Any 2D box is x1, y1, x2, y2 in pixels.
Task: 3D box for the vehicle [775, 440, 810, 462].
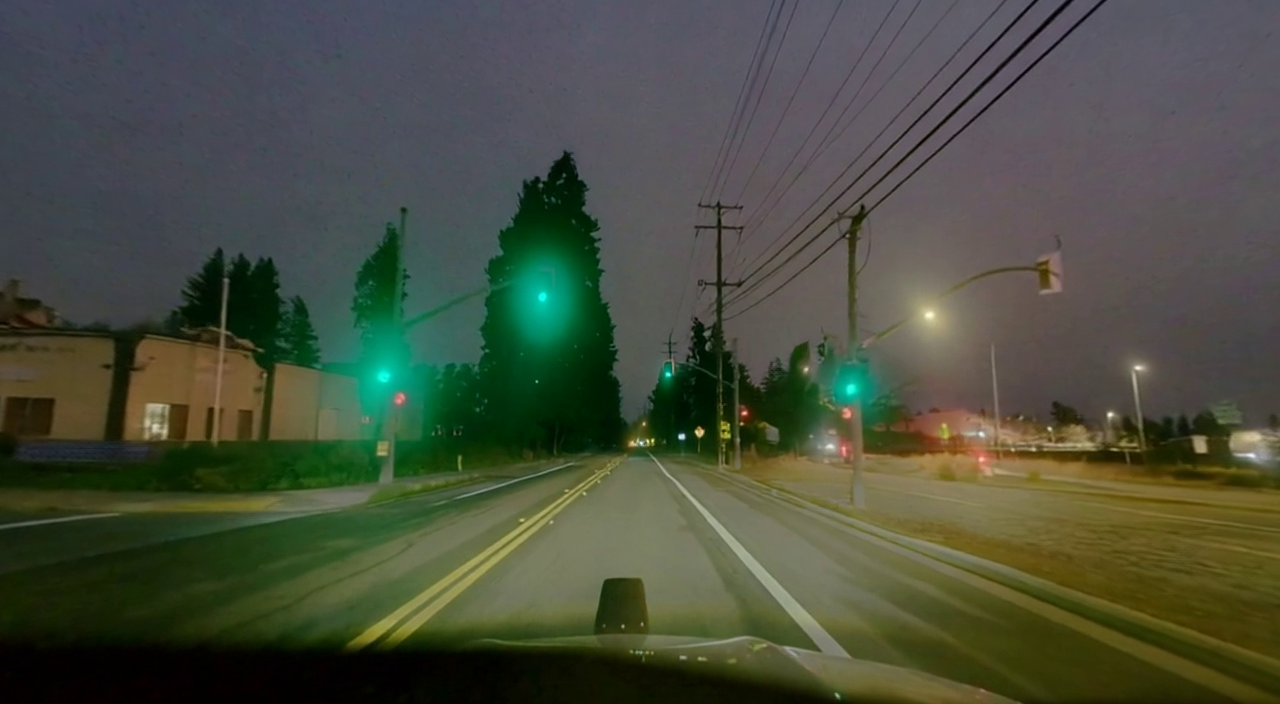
[{"bbox_3d":[11.941,7.759,49.568,1.719,1.583,4.160,0,-8,0],"label":"vehicle"}]
